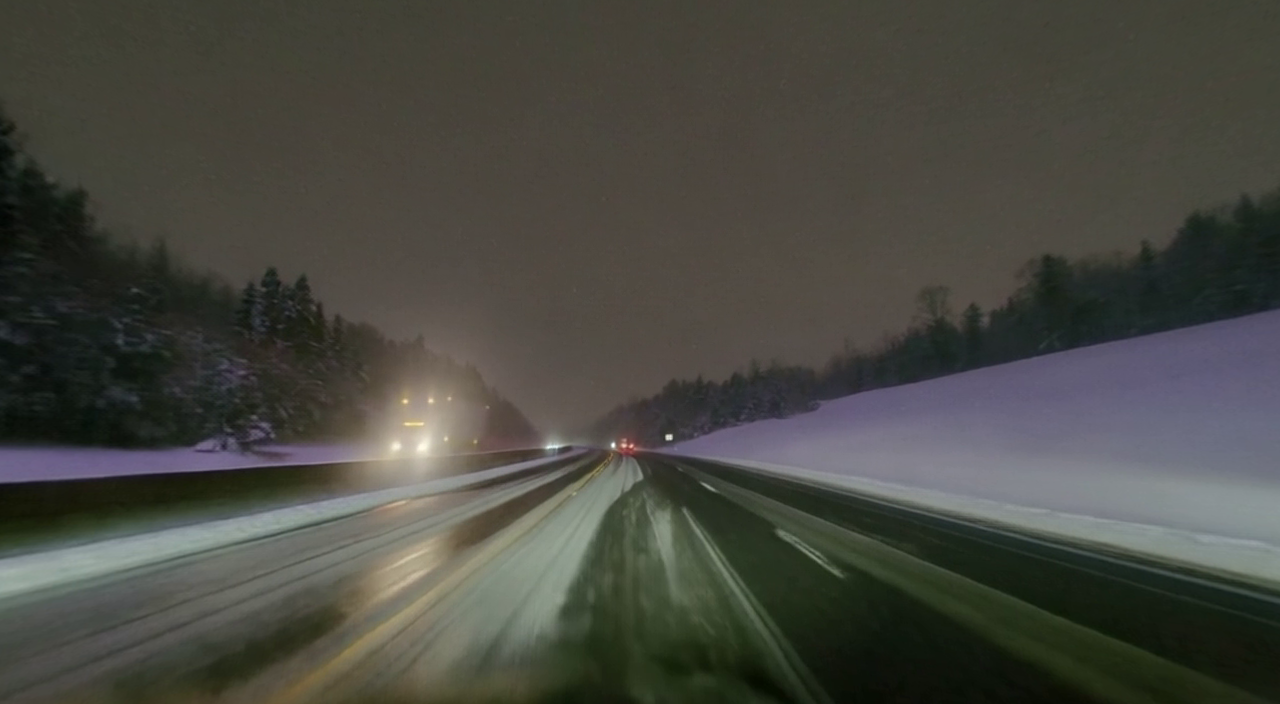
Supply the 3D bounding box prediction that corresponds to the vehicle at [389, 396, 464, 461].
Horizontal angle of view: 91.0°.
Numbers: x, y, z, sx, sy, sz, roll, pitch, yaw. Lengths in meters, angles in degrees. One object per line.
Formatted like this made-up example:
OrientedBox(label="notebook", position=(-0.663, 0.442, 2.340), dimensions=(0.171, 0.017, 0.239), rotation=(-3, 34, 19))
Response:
OrientedBox(label="vehicle", position=(-15.288, 5.596, 45.612), dimensions=(3.338, 4.291, 6.206), rotation=(0, -8, -2))
